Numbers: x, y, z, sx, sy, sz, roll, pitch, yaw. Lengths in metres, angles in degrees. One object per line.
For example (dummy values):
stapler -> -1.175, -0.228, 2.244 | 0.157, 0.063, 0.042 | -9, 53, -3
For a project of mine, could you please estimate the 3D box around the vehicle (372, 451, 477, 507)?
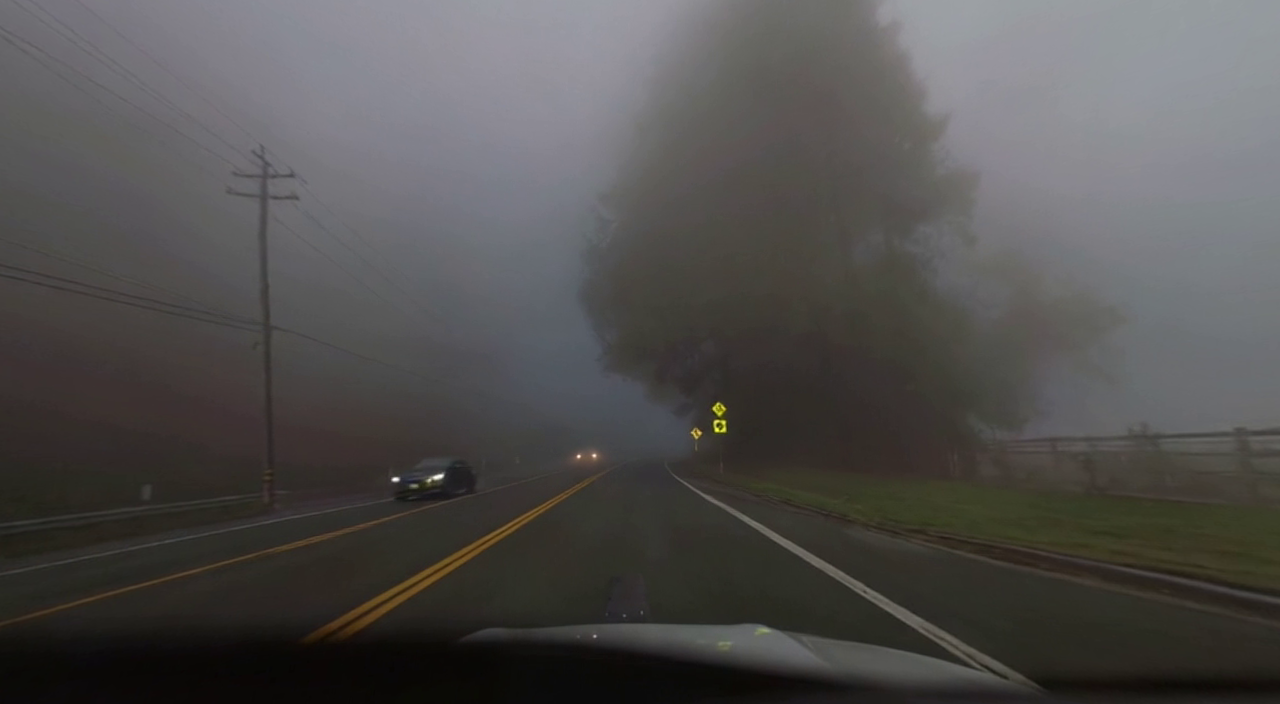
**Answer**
vehicle -> -7.518, 4.433, 22.429 | 2.140, 1.621, 4.776 | -3, -8, -1
